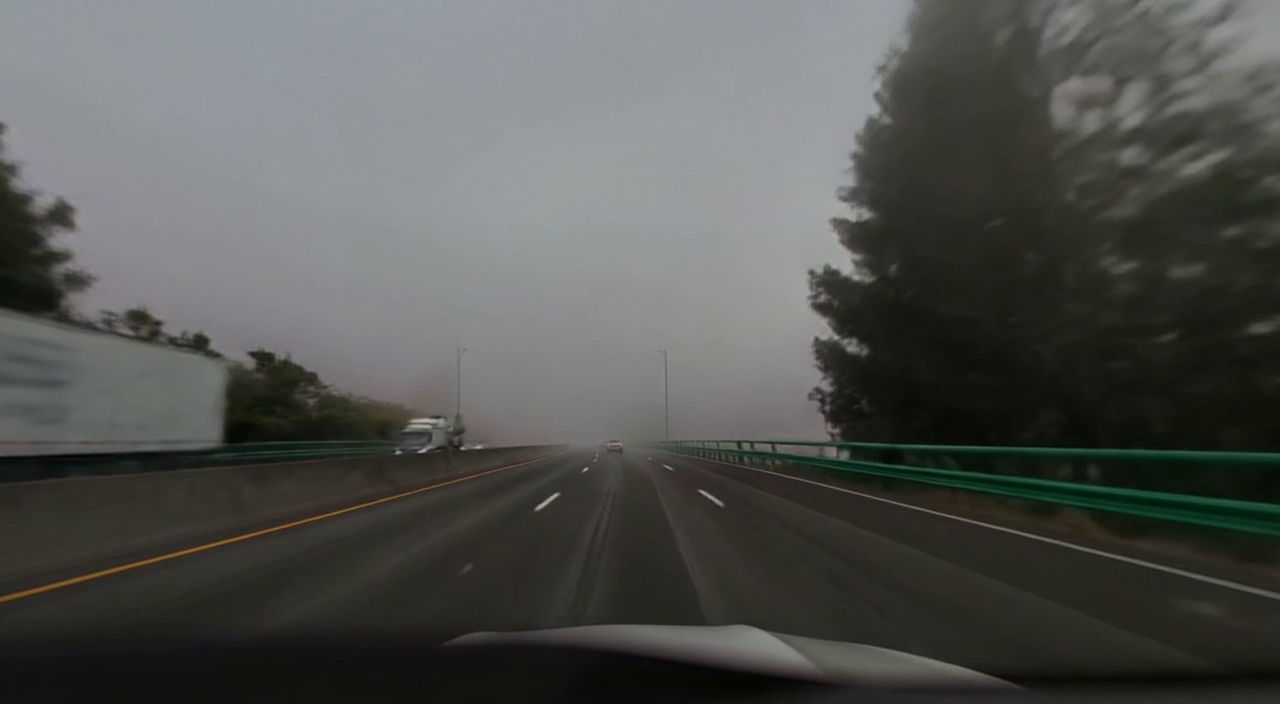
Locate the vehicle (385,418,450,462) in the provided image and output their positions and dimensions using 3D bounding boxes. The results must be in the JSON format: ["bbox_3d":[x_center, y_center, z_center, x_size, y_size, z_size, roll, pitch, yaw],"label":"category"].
[{"bbox_3d":[-15.335,6.132,43.859,2.351,2.742,6.509,0,-8,-2],"label":"vehicle"}]

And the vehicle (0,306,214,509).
[{"bbox_3d":[-14.519,1.012,11.935,2.894,4.120,14.675,0,-8,-1],"label":"vehicle"}]

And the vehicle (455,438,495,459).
[{"bbox_3d":[-12.104,7.111,46.494,1.978,1.484,3.953,0,-8,-2],"label":"vehicle"}]
